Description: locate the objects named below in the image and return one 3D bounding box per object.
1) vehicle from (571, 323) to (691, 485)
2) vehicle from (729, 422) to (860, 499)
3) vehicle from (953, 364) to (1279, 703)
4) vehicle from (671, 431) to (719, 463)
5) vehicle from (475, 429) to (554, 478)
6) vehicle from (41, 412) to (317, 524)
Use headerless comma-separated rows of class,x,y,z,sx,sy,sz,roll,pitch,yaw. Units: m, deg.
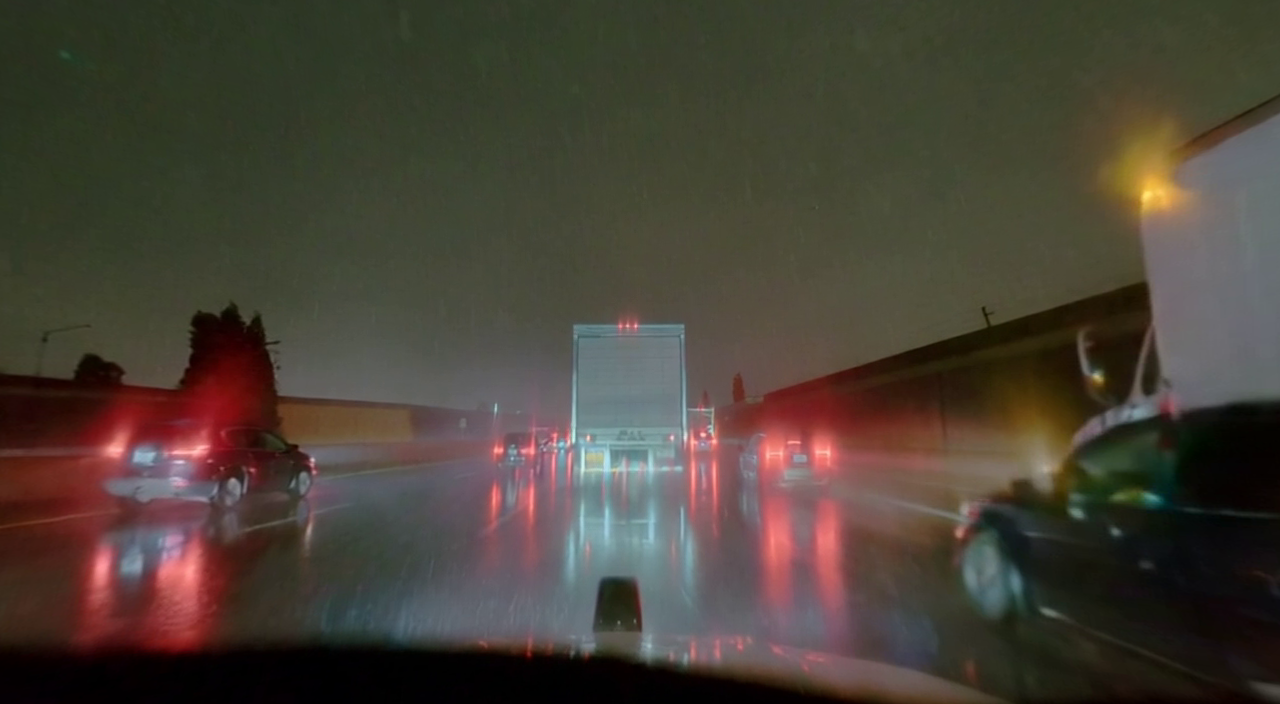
vehicle,-0.402,1.930,20.616,2.938,4.033,9.980,0,-8,-2
vehicle,3.416,2.469,14.801,1.945,1.529,4.129,0,-8,-1
vehicle,3.315,0.777,2.032,1.999,1.523,4.882,0,-8,-1
vehicle,2.723,4.808,32.141,1.976,1.513,4.065,0,-8,-1
vehicle,-4.102,3.377,21.205,1.882,1.493,3.828,0,-8,0
vehicle,-7.945,2.005,11.476,1.944,1.653,4.097,0,-8,-1
